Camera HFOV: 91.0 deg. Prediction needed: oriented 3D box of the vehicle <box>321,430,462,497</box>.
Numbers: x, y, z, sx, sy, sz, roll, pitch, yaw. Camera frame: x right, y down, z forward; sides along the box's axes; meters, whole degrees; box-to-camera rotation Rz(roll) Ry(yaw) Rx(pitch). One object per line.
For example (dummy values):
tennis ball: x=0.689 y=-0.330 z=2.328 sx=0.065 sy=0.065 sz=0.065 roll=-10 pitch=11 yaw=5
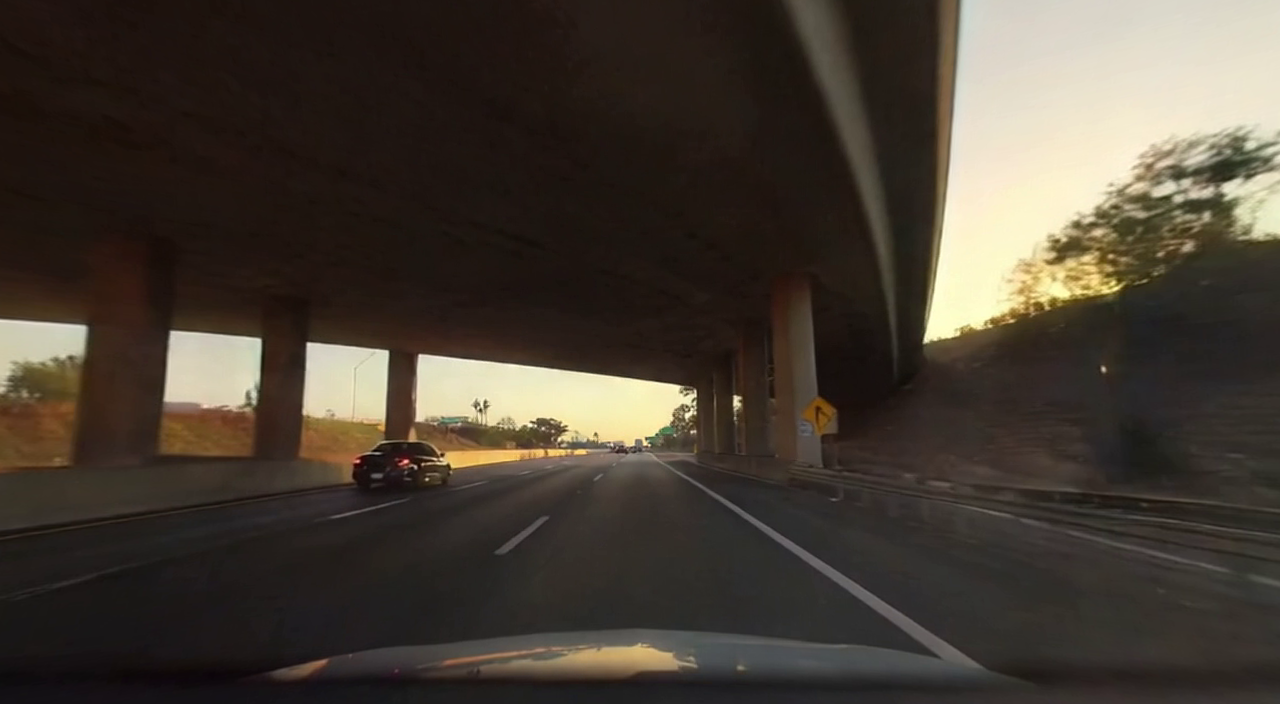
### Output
vehicle: x=-6.978 y=3.191 z=18.383 sx=2.109 sy=1.692 sz=4.712 roll=0 pitch=-9 yaw=1
